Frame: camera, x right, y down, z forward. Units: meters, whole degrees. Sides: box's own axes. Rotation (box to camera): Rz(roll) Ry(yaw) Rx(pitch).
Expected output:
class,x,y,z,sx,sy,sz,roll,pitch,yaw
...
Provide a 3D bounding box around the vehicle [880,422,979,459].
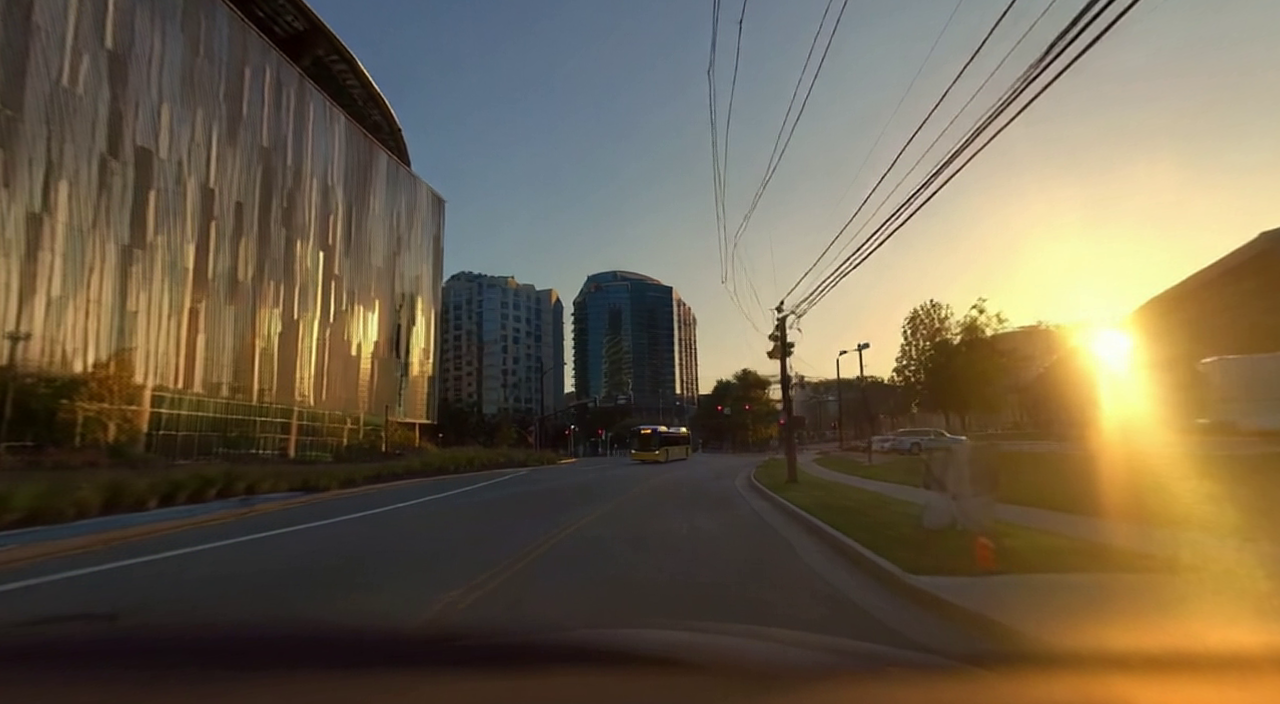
class,x,y,z,sx,sy,sz,roll,pitch,yaw
vehicle,16.719,5.177,36.599,4.647,1.951,2.304,-3,-10,10
